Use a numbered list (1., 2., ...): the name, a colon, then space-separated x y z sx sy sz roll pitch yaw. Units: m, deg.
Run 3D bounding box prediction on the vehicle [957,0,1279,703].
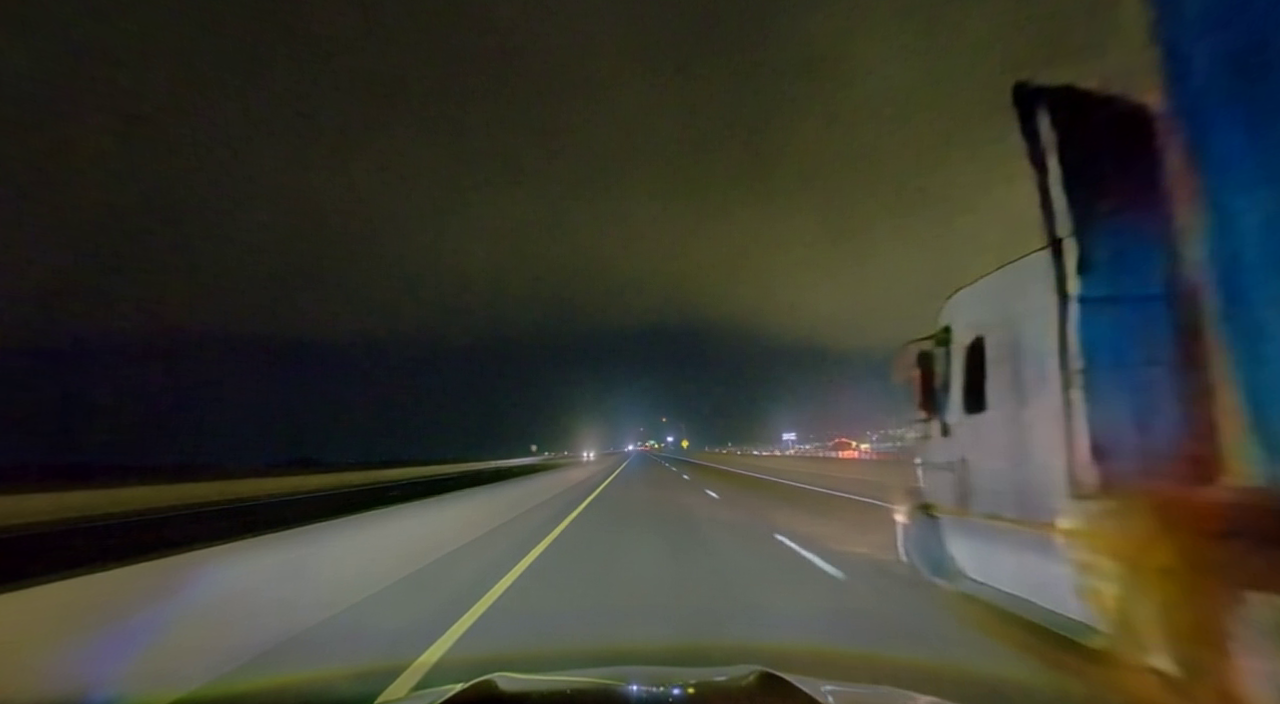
1. vehicle: 4.055 -0.326 1.958 2.974 3.950 5.747 0 -9 0
